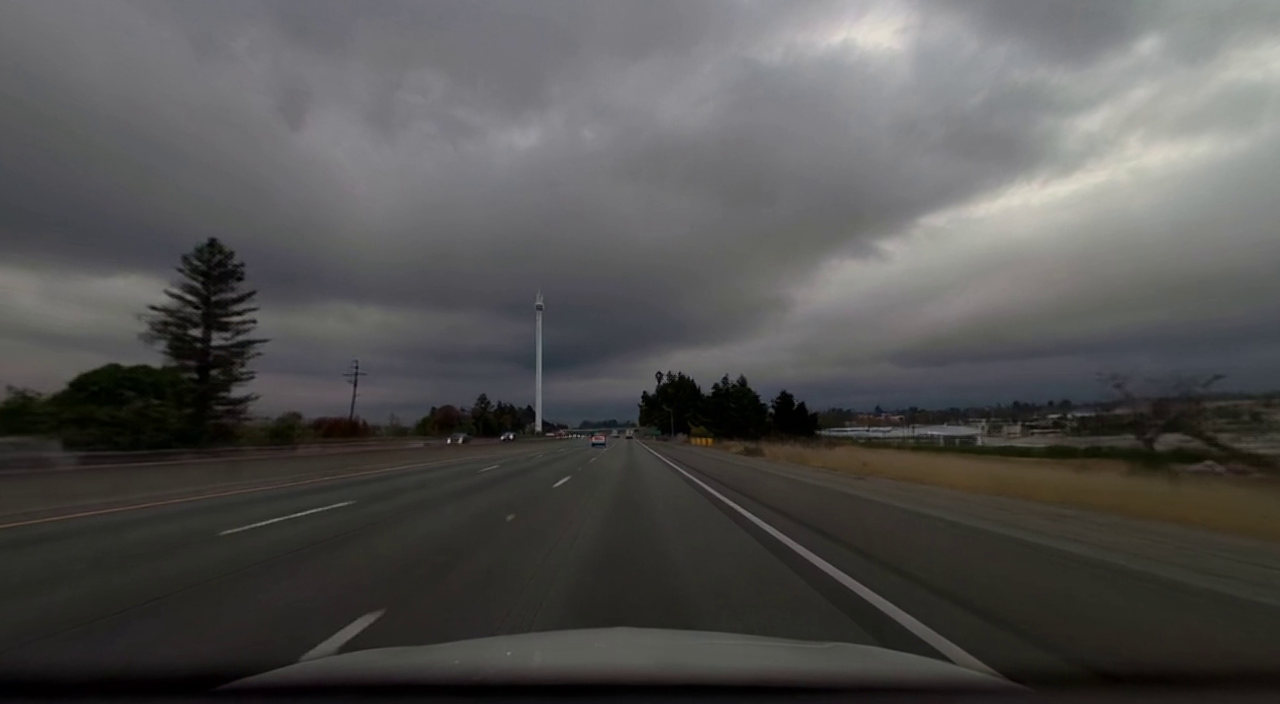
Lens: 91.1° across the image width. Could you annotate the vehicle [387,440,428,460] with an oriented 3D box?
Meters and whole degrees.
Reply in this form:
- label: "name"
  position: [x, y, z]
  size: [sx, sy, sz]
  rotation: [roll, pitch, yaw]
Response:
- label: "vehicle"
  position: [-18.397, 7.762, 49.954]
  size: [1.807, 1.489, 3.962]
  rotation: [0, -8, -1]
